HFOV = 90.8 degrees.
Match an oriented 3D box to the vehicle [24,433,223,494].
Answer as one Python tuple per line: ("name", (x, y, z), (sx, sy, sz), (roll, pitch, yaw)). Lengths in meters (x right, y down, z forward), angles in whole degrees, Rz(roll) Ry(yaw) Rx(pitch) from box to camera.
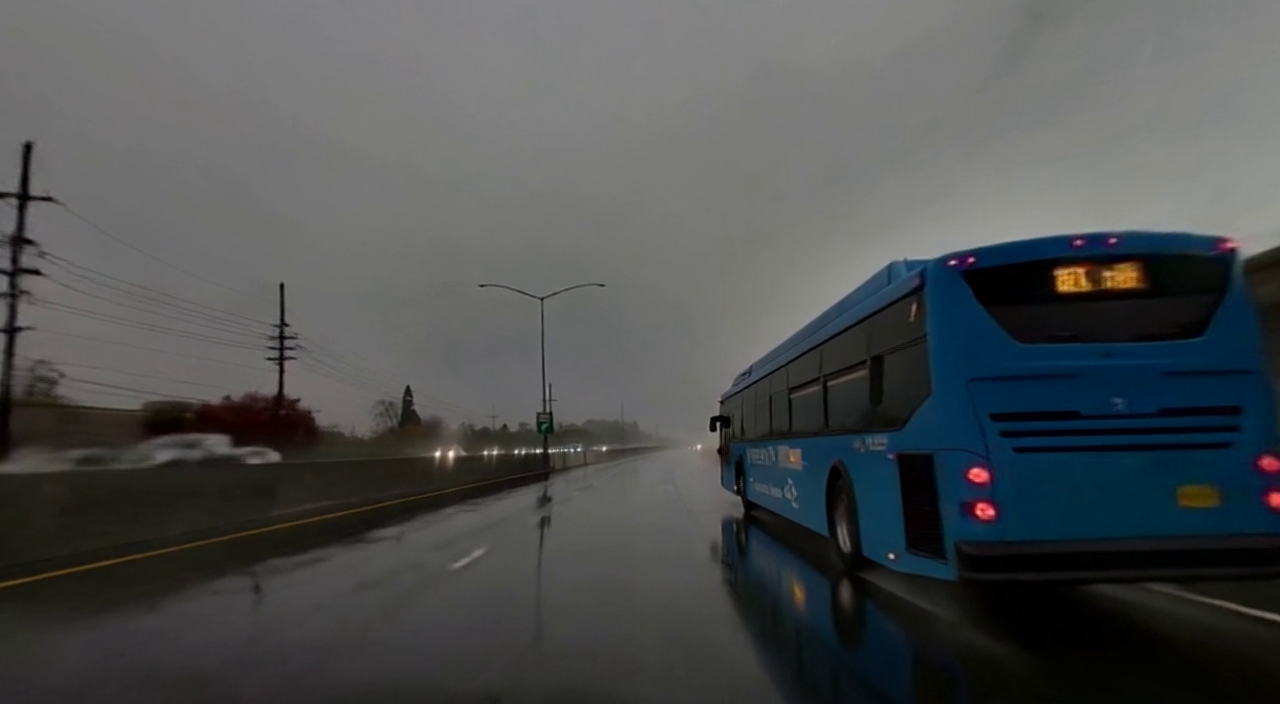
("vehicle", (-18.223, 3.961, 22.836), (2.281, 1.891, 5.644), (-1, -8, 2))

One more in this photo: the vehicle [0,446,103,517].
("vehicle", (-14.483, 2.733, 13.317), (2.099, 1.471, 4.756), (0, -8, 1))

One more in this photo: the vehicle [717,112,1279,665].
("vehicle", (3.769, 1.196, 11.300), (3.144, 3.580, 14.591), (0, -8, 1))
